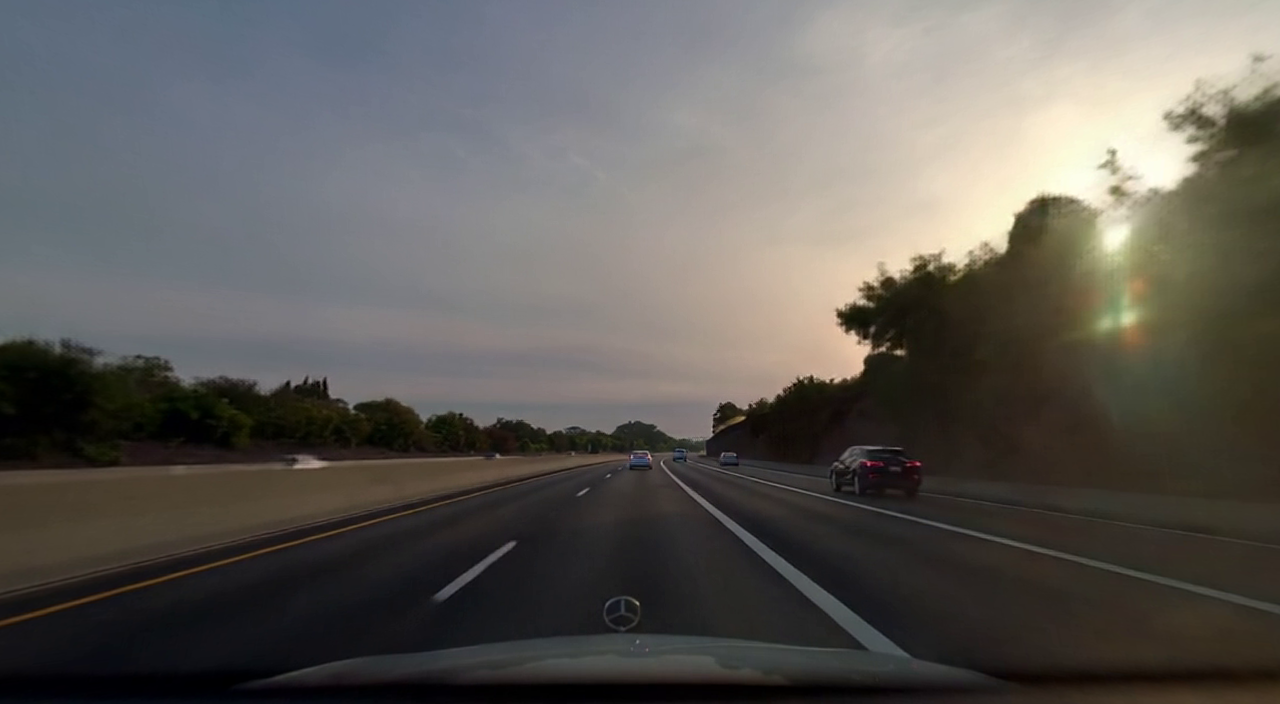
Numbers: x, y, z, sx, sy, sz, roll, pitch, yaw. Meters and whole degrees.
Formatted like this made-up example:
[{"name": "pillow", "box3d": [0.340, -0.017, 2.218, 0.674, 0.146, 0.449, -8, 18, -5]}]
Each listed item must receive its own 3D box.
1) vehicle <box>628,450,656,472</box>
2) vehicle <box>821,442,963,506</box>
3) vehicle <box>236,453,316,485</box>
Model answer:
[{"name": "vehicle", "box3d": [0.179, 7.989, 46.273, 2.025, 1.526, 4.181, 0, -9, 1]}, {"name": "vehicle", "box3d": [6.812, 3.341, 17.603, 2.008, 1.533, 4.592, 0, -9, -1]}, {"name": "vehicle", "box3d": [-19.067, 6.113, 33.015, 1.785, 1.507, 3.920, 0, -9, 1]}]
